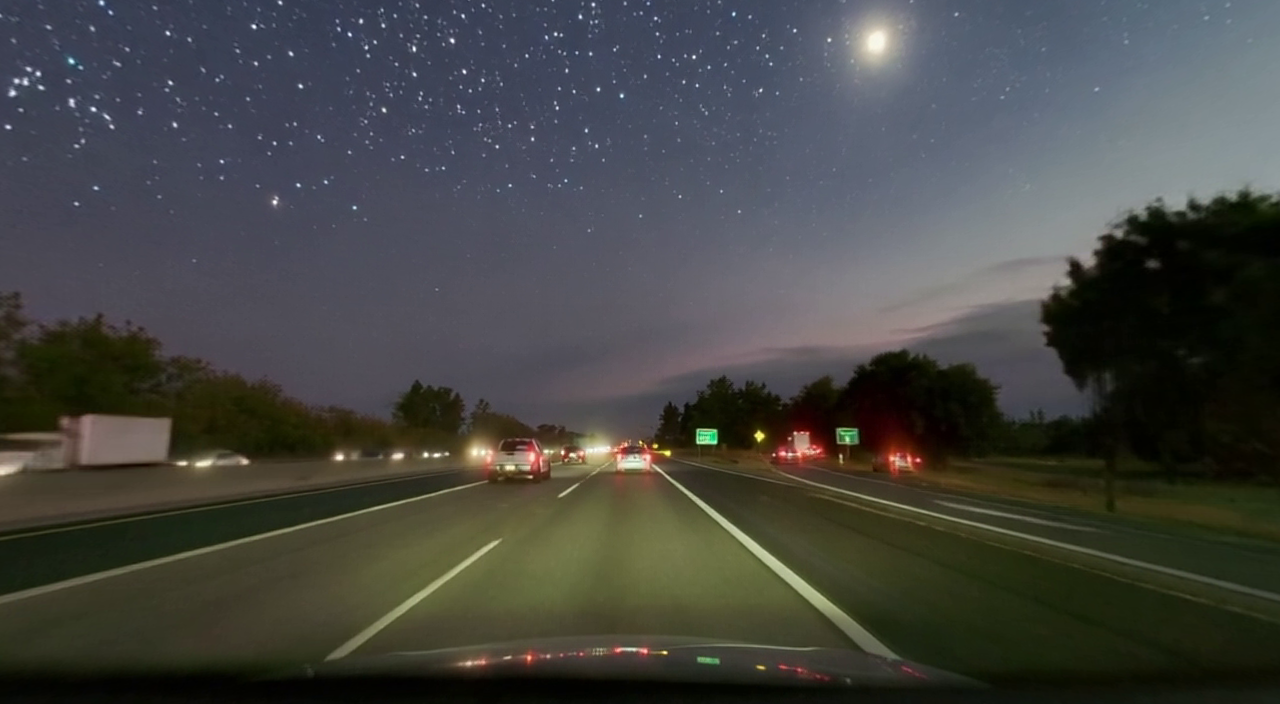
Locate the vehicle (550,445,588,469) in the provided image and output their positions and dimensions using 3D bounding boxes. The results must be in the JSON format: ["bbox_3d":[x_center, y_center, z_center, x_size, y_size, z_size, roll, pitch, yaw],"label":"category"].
[{"bbox_3d":[-4.689,7.030,42.402,2.084,1.528,4.094,0,-8,0],"label":"vehicle"}]

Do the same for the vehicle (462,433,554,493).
[{"bbox_3d":[-4.174,3.589,20.782,2.044,1.717,4.421,0,-8,0],"label":"vehicle"}]

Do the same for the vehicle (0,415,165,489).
[{"bbox_3d":[-21.114,3.673,23.492,2.586,2.392,5.504,0,-8,-1],"label":"vehicle"}]

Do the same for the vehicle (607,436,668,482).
[{"bbox_3d":[-0.118,4.470,26.642,2.378,1.750,4.355,0,-8,-1],"label":"vehicle"}]
